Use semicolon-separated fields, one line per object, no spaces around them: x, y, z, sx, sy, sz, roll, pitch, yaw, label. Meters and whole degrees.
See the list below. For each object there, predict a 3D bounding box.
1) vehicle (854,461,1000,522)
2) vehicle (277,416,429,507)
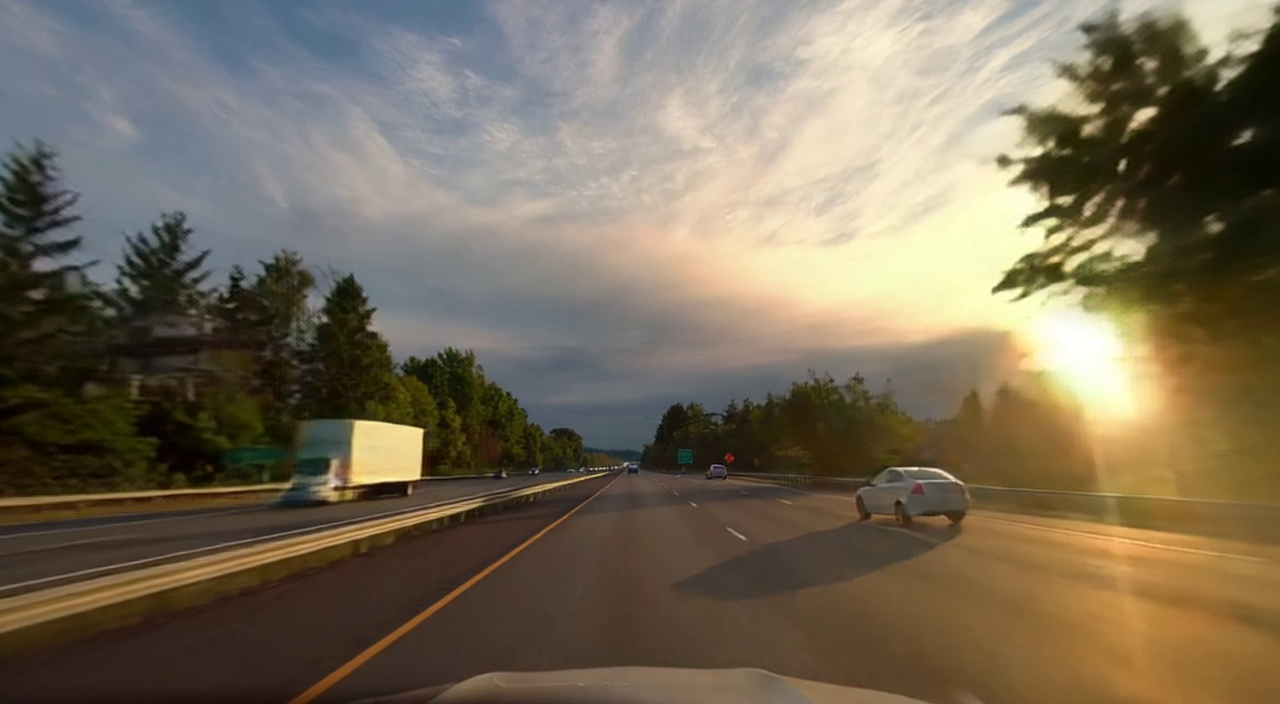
7.951;3.898;17.988;2.024;1.476;4.352;1;-11;-1;vehicle
-13.508;5.413;30.938;3.015;3.755;9.107;1;-11;0;vehicle
